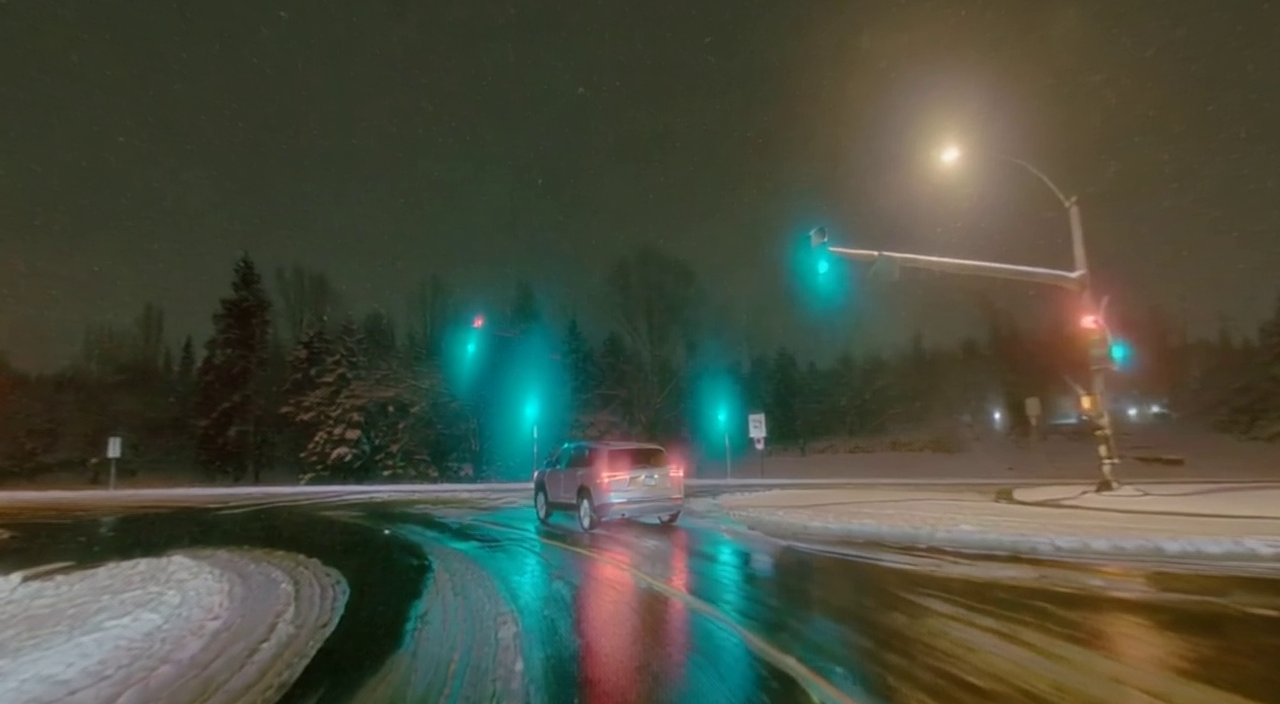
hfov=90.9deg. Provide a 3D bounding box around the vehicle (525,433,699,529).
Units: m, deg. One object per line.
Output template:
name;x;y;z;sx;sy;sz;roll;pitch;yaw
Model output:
vehicle;-0.776;2.570;13.289;1.938;1.648;4.211;4;-9;-29
